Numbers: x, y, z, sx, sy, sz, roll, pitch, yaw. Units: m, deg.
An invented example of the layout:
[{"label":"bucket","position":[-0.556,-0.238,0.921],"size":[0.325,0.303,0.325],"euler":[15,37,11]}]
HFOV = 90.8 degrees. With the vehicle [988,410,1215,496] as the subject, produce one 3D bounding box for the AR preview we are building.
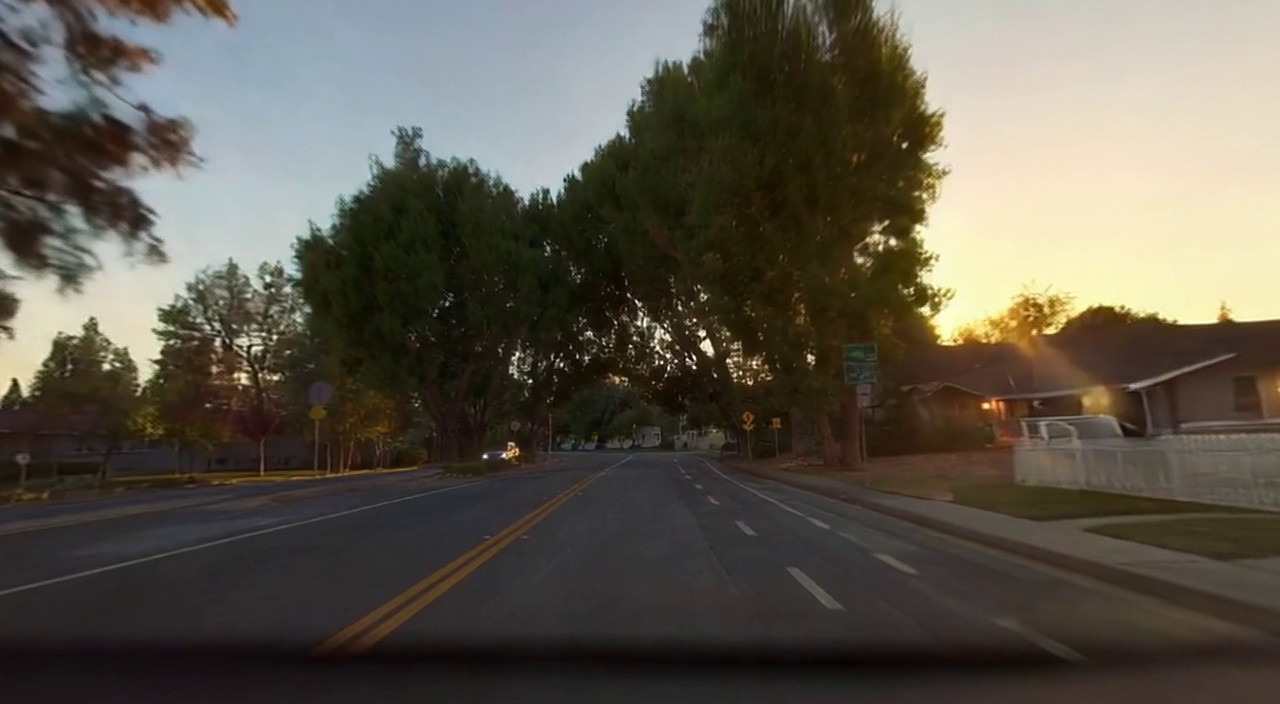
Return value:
[{"label":"vehicle","position":[10.467,2.345,14.864],"size":[1.938,1.695,4.296],"euler":[0,-8,-2]}]
